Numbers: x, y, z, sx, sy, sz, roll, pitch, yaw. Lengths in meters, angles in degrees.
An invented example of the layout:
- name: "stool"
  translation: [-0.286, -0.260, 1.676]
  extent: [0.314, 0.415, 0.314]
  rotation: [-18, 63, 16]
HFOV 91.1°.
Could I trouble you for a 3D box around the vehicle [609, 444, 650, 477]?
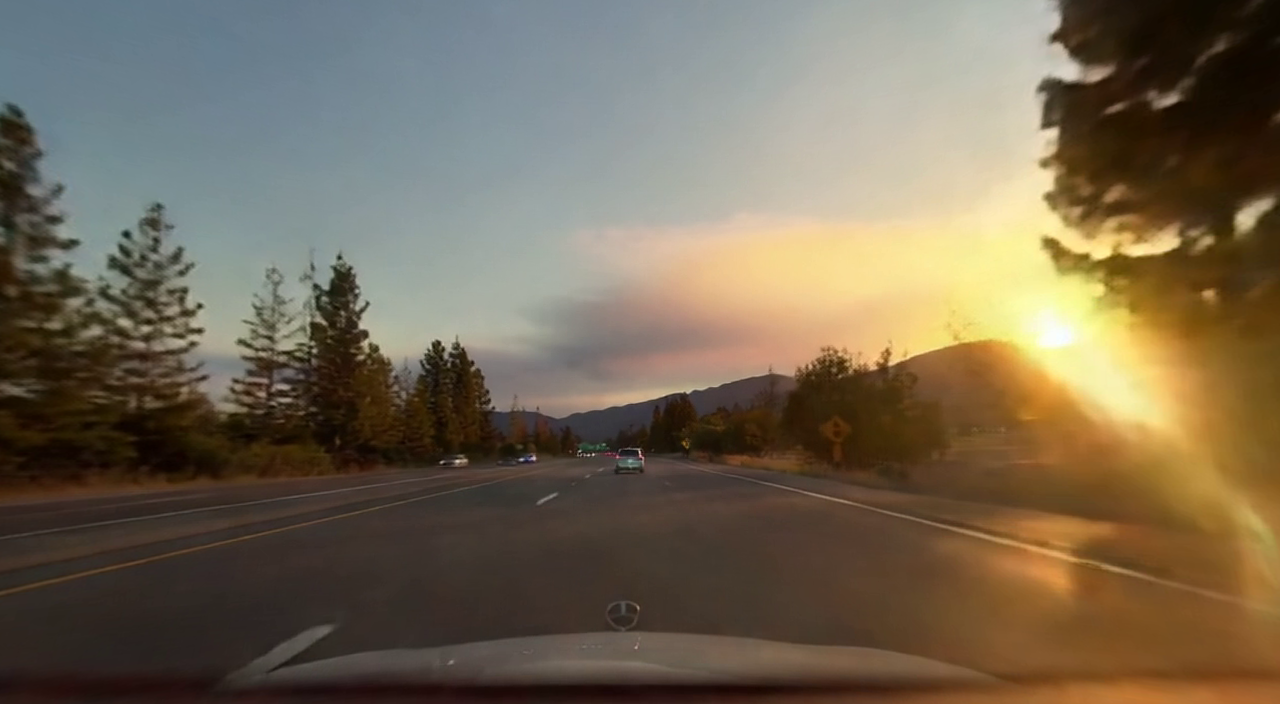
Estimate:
- name: "vehicle"
  translation: [-0.516, 6.002, 35.080]
  extent: [2.120, 1.715, 4.153]
  rotation: [0, -9, 1]
